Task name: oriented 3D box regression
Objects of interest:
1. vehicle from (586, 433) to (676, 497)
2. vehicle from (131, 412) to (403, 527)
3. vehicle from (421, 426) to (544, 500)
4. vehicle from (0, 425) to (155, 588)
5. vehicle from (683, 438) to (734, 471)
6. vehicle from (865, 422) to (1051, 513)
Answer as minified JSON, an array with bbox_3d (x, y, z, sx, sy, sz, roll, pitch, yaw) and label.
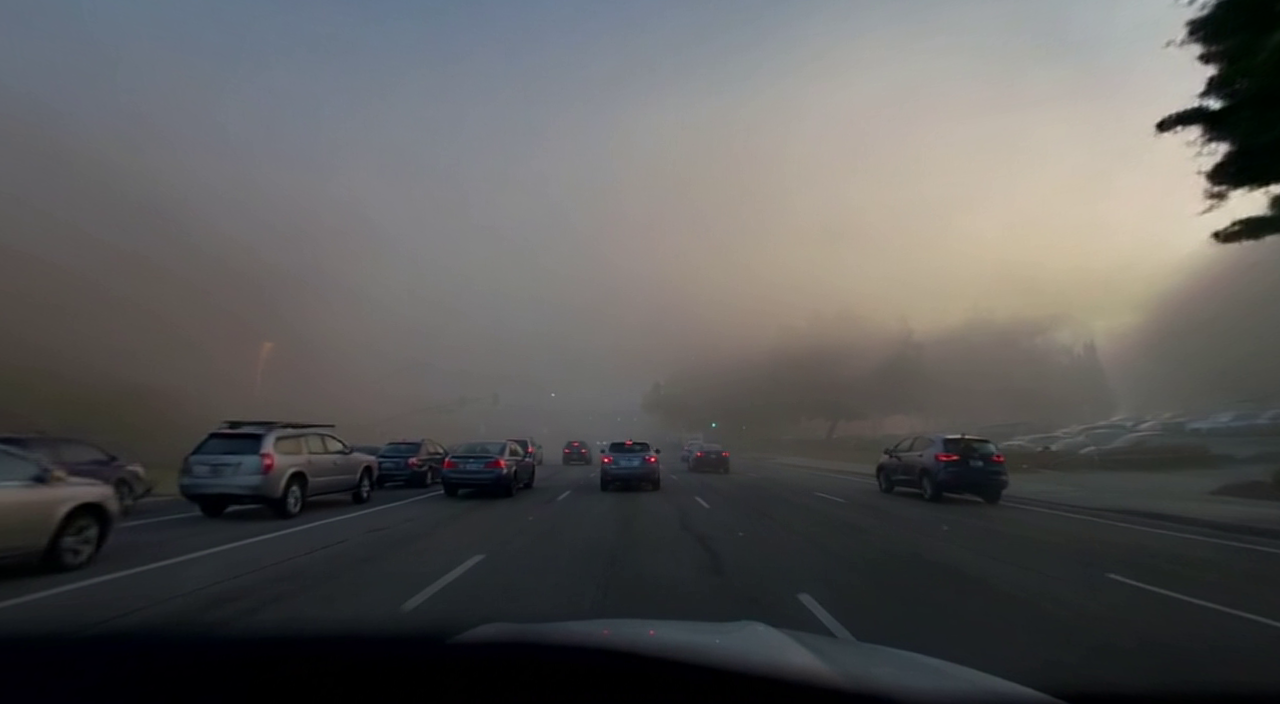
[{"bbox_3d":[-0.239,3.006,17.232,2.161,1.501,4.184,0,-8,-1],"label":"vehicle"},{"bbox_3d":[-6.765,2.211,12.518,1.864,1.737,5.689,0,-8,1],"label":"vehicle"},{"bbox_3d":[-3.838,2.799,16.264,2.009,1.619,4.376,0,-8,1],"label":"vehicle"},{"bbox_3d":[-6.832,1.354,5.309,1.877,1.493,4.624,0,-8,-1],"label":"vehicle"},{"bbox_3d":[3.238,4.974,30.762,1.905,1.473,4.183,0,-8,-2],"label":"vehicle"},{"bbox_3d":[6.701,2.474,13.940,1.889,1.681,4.120,0,-8,0],"label":"vehicle"}]
